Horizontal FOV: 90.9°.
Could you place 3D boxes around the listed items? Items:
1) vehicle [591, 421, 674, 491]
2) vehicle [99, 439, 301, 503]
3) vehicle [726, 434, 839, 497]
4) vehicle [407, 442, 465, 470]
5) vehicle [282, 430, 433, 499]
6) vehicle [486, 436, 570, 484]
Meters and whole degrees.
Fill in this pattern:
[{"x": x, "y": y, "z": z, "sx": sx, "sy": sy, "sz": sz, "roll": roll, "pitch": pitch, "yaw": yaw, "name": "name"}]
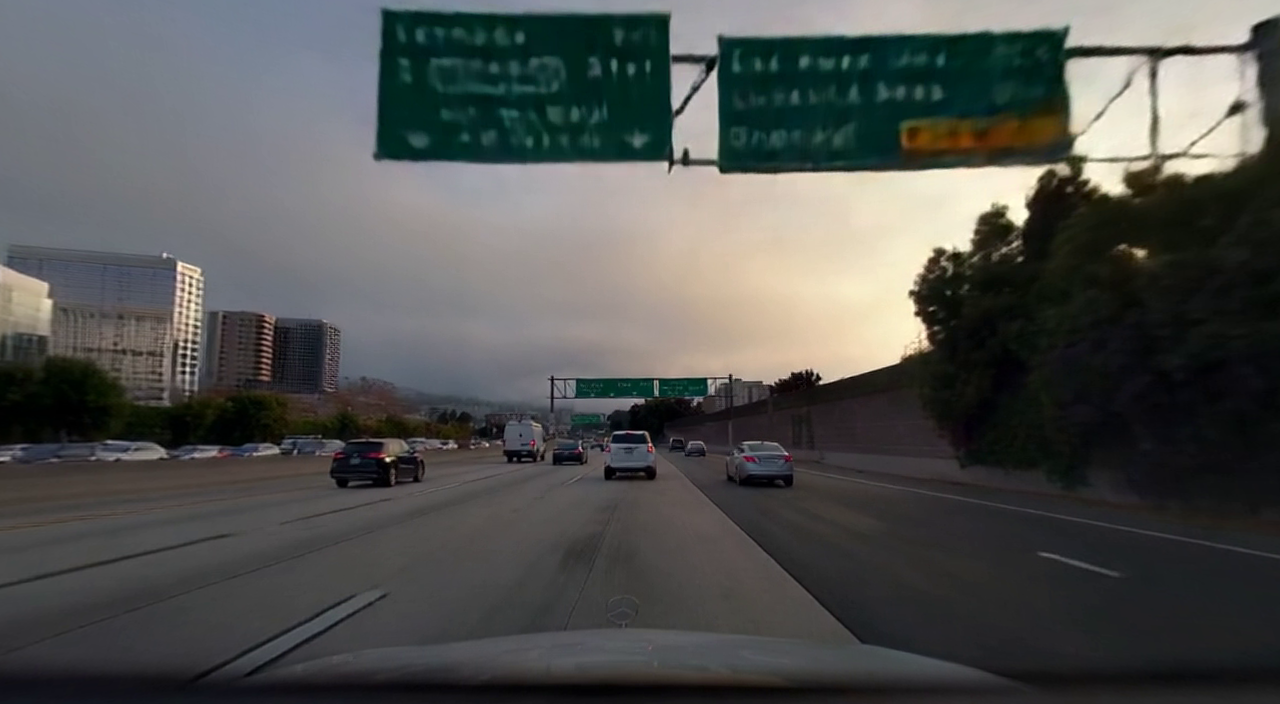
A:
[{"x": -0.230, "y": 3.119, "z": 19.272, "sx": 2.209, "sy": 1.863, "sz": 4.626, "roll": 0, "pitch": -8, "yaw": -1, "name": "vehicle"}, {"x": -11.228, "y": 3.034, "z": 16.616, "sx": 1.970, "sy": 1.441, "sz": 4.555, "roll": 0, "pitch": -8, "yaw": 1, "name": "vehicle"}, {"x": 3.702, "y": 3.027, "z": 17.283, "sx": 1.942, "sy": 1.487, "sz": 4.518, "roll": 0, "pitch": -8, "yaw": -1, "name": "vehicle"}, {"x": -11.442, "y": 5.810, "z": 35.578, "sx": 1.923, "sy": 1.480, "sz": 3.905, "roll": 0, "pitch": -8, "yaw": 0, "name": "vehicle"}, {"x": -7.444, "y": 3.001, "z": 17.233, "sx": 2.021, "sy": 1.632, "sz": 4.417, "roll": 0, "pitch": -8, "yaw": 1, "name": "vehicle"}, {"x": -3.841, "y": 3.794, "z": 22.488, "sx": 2.079, "sy": 1.499, "sz": 4.512, "roll": 0, "pitch": -8, "yaw": 1, "name": "vehicle"}]
